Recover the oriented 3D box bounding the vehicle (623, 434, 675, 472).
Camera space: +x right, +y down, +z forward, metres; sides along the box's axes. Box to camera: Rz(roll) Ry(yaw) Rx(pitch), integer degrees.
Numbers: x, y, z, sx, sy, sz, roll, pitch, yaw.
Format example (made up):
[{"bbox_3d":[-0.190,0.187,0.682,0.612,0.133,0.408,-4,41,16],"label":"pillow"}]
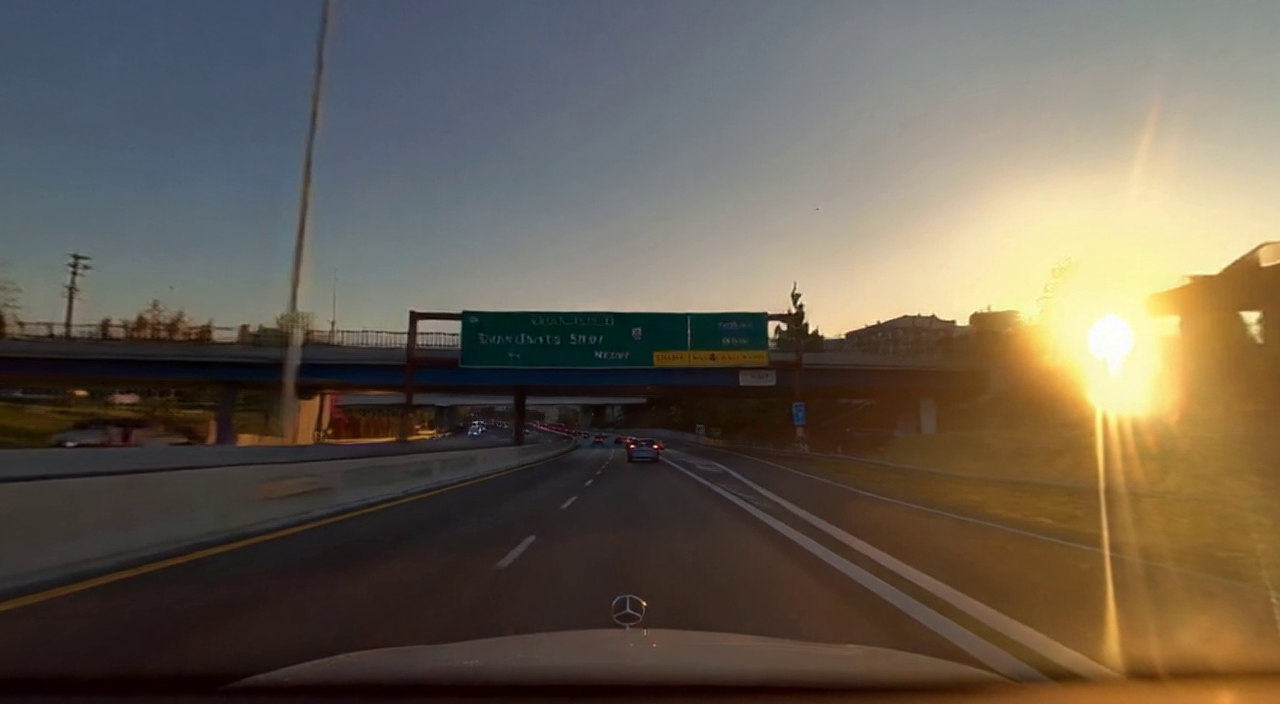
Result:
[{"bbox_3d":[0.375,4.458,27.915,2.130,1.512,4.057,0,-8,1],"label":"vehicle"}]
